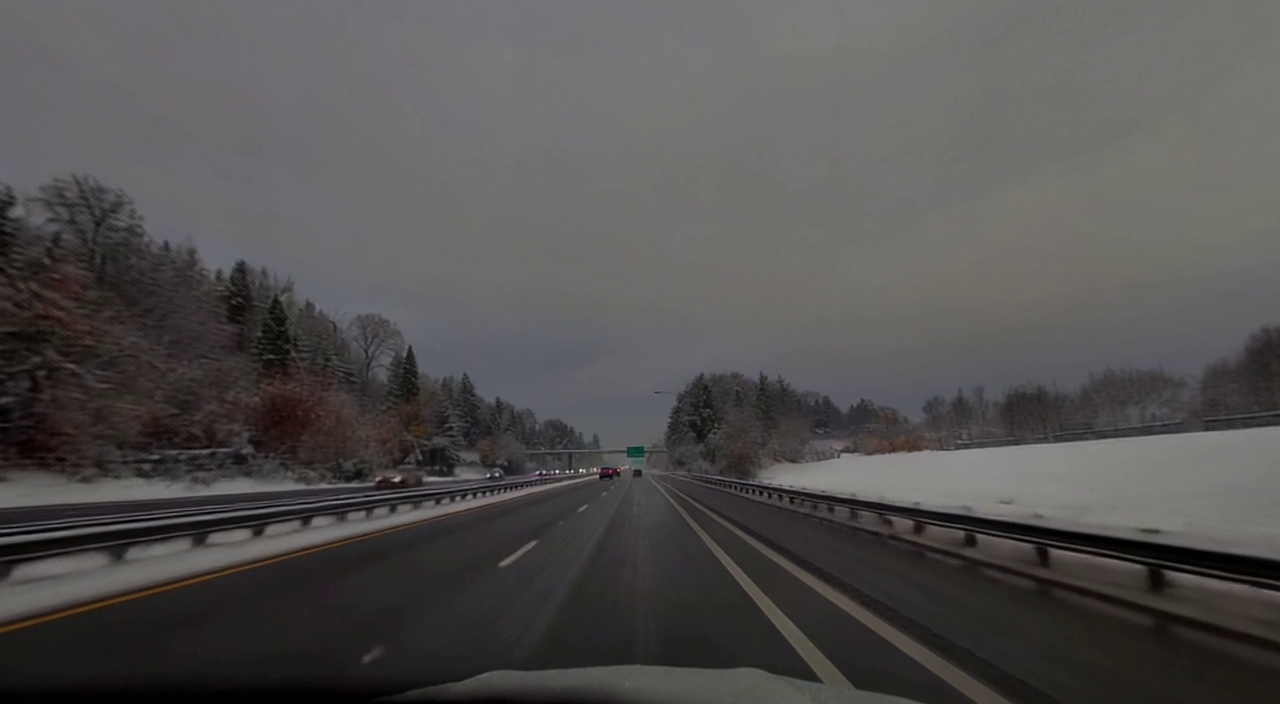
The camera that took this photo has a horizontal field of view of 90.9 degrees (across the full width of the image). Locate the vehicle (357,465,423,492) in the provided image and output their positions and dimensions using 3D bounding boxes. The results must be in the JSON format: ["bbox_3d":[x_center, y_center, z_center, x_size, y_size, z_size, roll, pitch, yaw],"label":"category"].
[{"bbox_3d":[-14.649,7.461,37.250,1.945,1.454,4.343,0,-11,2],"label":"vehicle"}]
